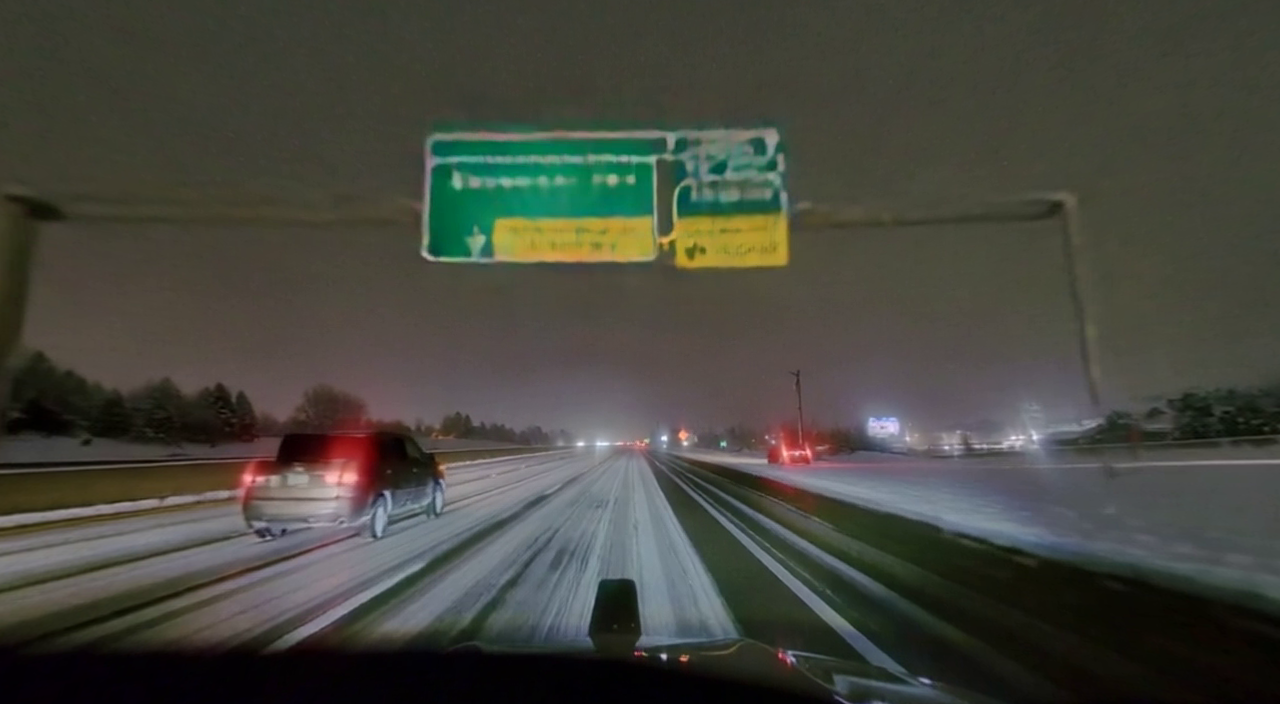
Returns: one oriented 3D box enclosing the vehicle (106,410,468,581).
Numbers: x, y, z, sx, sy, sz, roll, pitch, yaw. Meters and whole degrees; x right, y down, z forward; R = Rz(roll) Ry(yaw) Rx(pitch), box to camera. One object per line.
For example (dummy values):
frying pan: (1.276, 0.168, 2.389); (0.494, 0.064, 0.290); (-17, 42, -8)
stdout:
vehicle: (-4.218, 1.781, 8.865); (2.200, 1.662, 5.091); (0, -8, -1)

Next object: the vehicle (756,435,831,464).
vehicle: (9.449, 6.060, 39.279); (2.136, 1.641, 4.964); (2, -8, -19)
